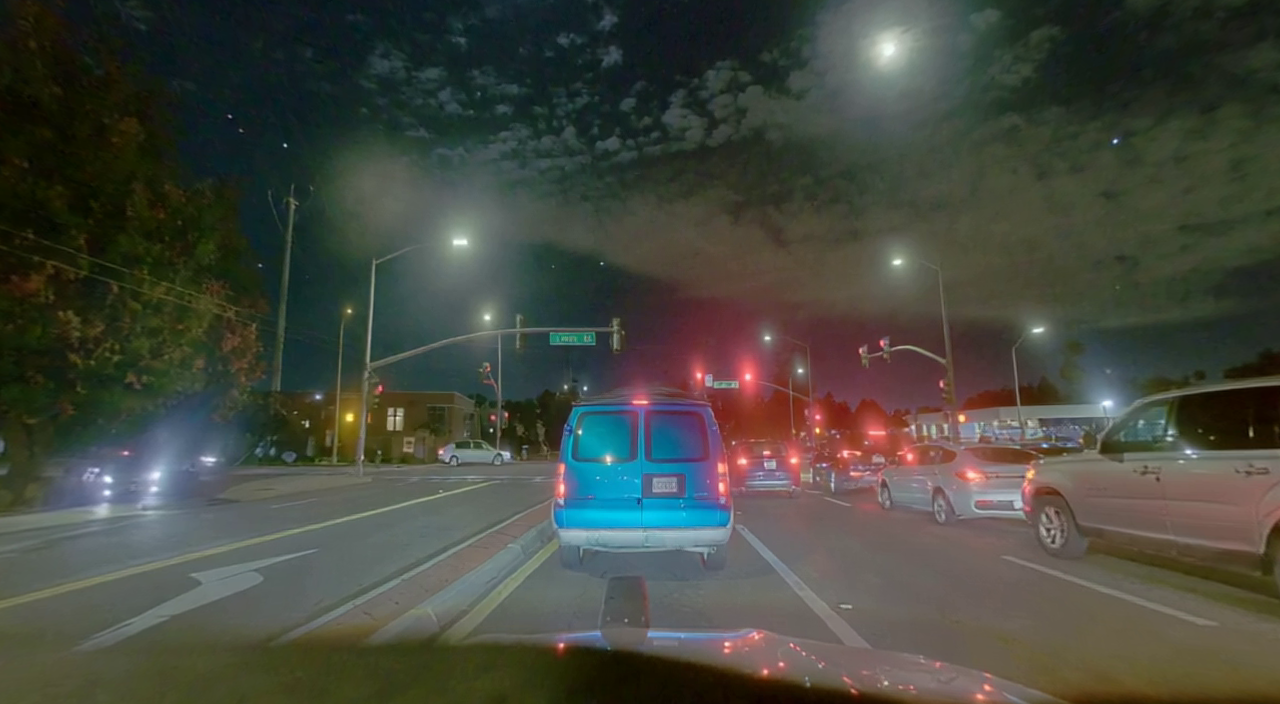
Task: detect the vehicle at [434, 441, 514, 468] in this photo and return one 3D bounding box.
[{"bbox_3d":[-9.973,6.144,37.790,4.479,1.522,2.003,2,-9,-17],"label":"vehicle"}]

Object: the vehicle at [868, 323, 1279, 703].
[{"bbox_3d":[2.897,0.950,3.172,1.971,1.663,4.287,0,-8,2],"label":"vehicle"}]

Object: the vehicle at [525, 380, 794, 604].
[{"bbox_3d":[0.179,1.464,7.421,2.185,1.822,4.391,0,-8,1],"label":"vehicle"}]

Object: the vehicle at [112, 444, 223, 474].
[{"bbox_3d":[-26.171,5.917,35.005,4.498,1.547,1.886,1,-8,-5],"label":"vehicle"}]

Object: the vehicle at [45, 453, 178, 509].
[{"bbox_3d":[-18.009,4.306,21.442,4.654,1.488,2.023,-5,-5,31],"label":"vehicle"}]
